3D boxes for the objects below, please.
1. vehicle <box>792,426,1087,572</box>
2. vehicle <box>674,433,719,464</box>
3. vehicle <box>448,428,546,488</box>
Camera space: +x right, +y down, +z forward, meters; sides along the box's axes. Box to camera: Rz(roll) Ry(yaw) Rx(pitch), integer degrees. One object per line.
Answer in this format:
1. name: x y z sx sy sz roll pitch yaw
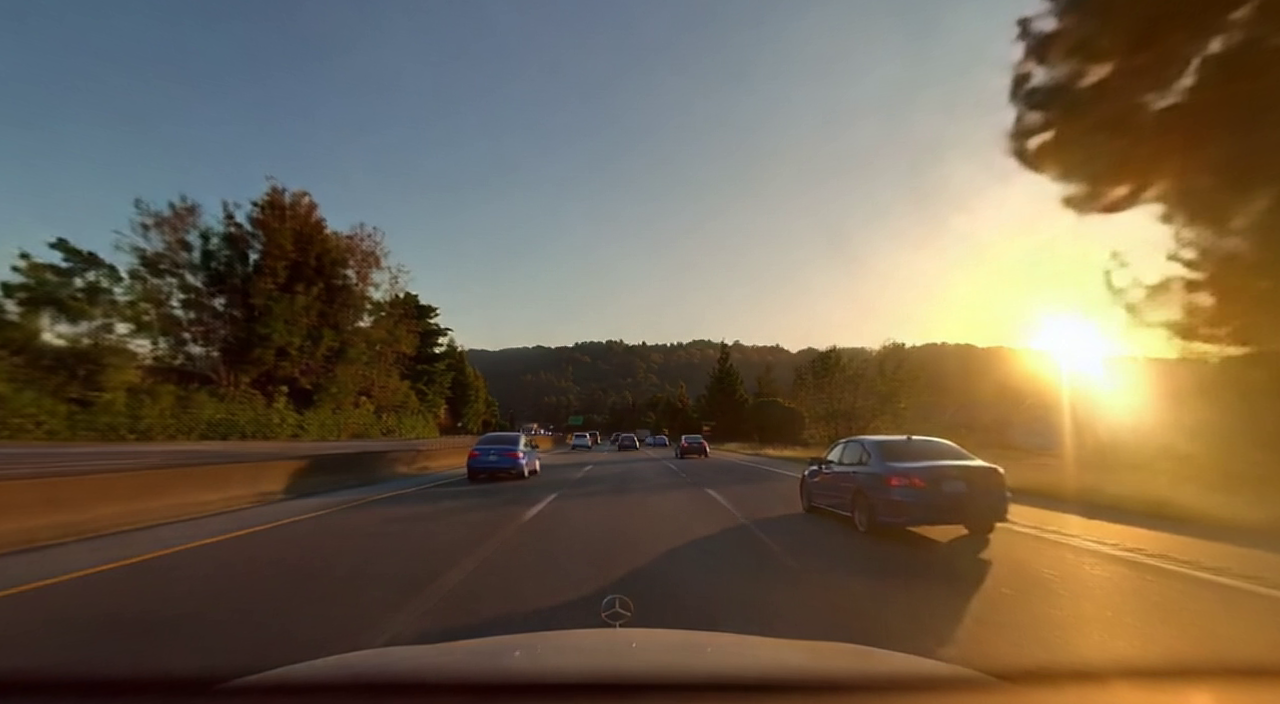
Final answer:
1. vehicle: 3.590 1.781 8.526 1.986 1.488 3.867 0 -8 -2
2. vehicle: 2.967 5.151 33.791 1.883 1.536 3.792 0 -8 -3
3. vehicle: -4.029 3.032 18.462 1.941 1.529 4.111 0 -8 -1
